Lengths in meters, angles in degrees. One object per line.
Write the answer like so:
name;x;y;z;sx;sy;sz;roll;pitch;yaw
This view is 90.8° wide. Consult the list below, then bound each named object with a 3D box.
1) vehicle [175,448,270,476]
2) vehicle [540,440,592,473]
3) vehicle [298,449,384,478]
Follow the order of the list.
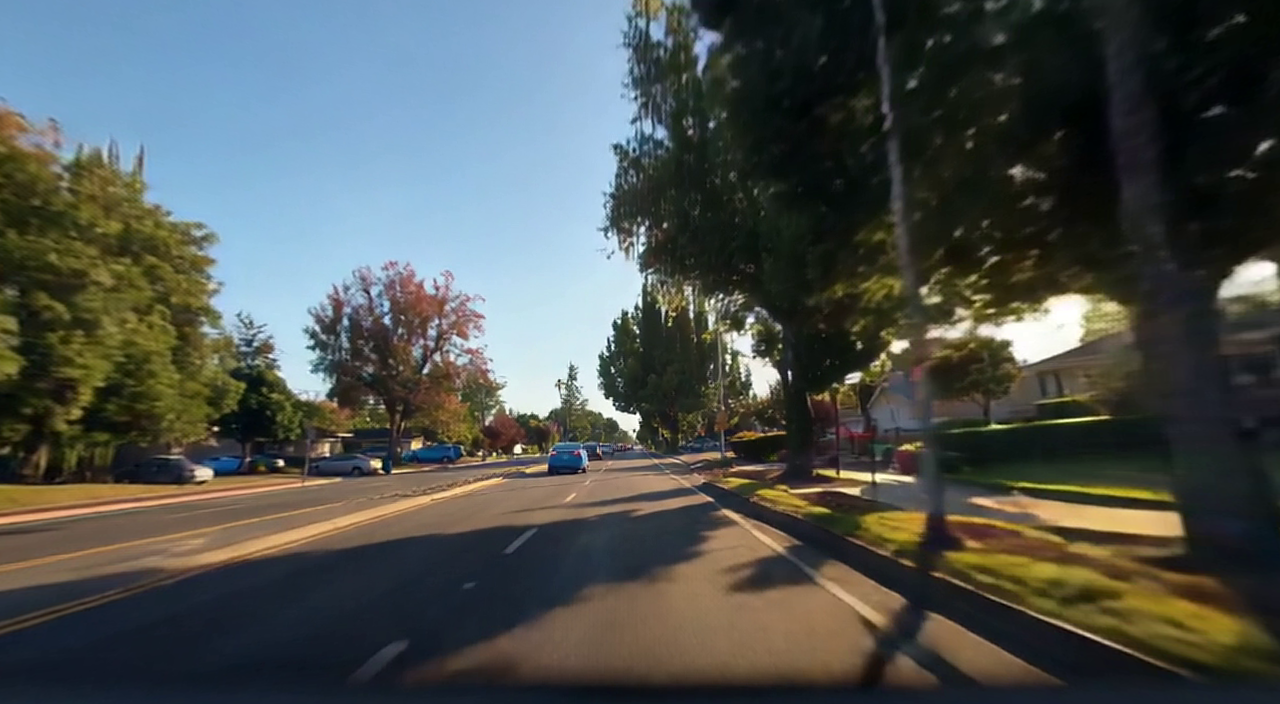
vehicle;-27.923;7.385;42.376;4.945;1.781;2.046;-1;-8;2
vehicle;-3.488;5.027;30.573;2.030;1.467;4.251;0;-8;-1
vehicle;-19.901;7.416;42.176;4.802;1.511;1.866;-3;-7;-5
